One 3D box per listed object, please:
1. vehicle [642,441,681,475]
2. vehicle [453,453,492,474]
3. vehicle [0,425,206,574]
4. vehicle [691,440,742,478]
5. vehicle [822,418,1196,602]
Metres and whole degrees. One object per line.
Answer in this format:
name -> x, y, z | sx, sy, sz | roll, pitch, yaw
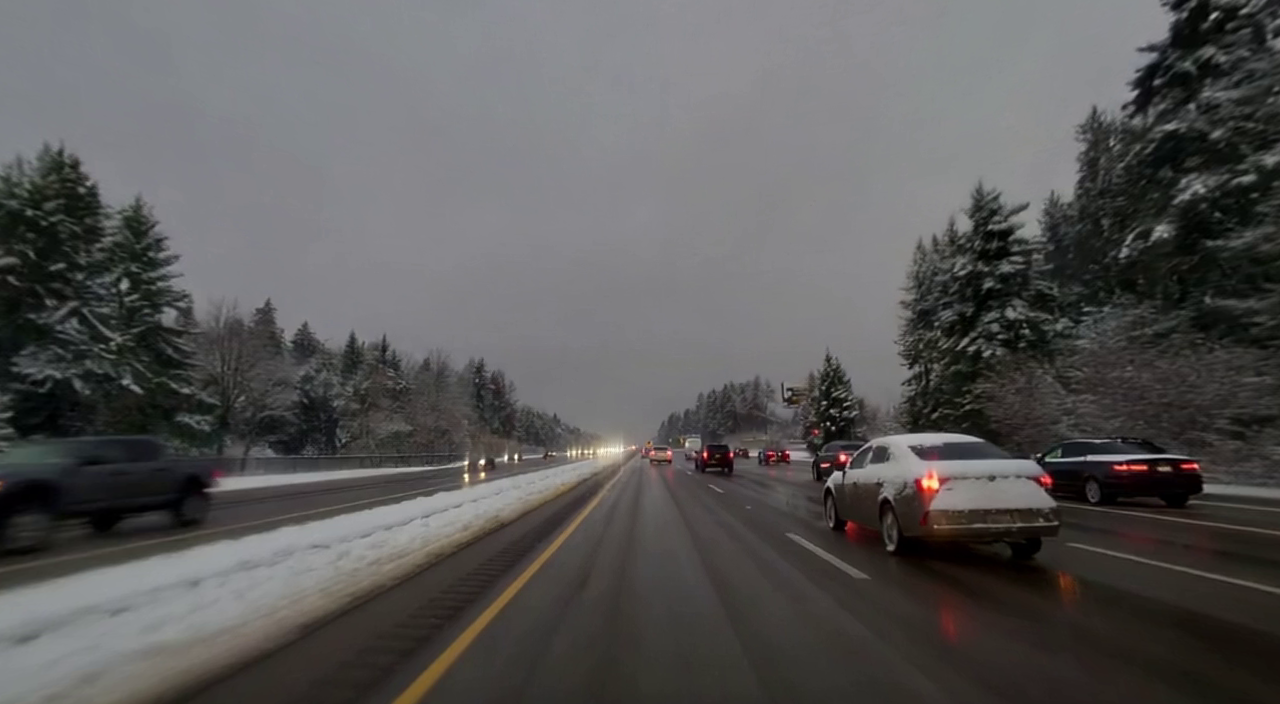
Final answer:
vehicle -> 1.181, 6.080, 36.444 | 2.145, 1.832, 4.004 | 0, -8, 0
vehicle -> -13.145, 8.763, 49.783 | 1.843, 1.461, 4.292 | -1, -8, 1
vehicle -> -9.918, 2.270, 10.266 | 2.277, 2.018, 4.739 | -1, -8, 0
vehicle -> 3.972, 5.607, 33.513 | 2.075, 1.845, 4.667 | 0, -8, -1
vehicle -> 3.930, 1.728, 7.867 | 1.989, 1.609, 4.355 | 0, -8, 0
